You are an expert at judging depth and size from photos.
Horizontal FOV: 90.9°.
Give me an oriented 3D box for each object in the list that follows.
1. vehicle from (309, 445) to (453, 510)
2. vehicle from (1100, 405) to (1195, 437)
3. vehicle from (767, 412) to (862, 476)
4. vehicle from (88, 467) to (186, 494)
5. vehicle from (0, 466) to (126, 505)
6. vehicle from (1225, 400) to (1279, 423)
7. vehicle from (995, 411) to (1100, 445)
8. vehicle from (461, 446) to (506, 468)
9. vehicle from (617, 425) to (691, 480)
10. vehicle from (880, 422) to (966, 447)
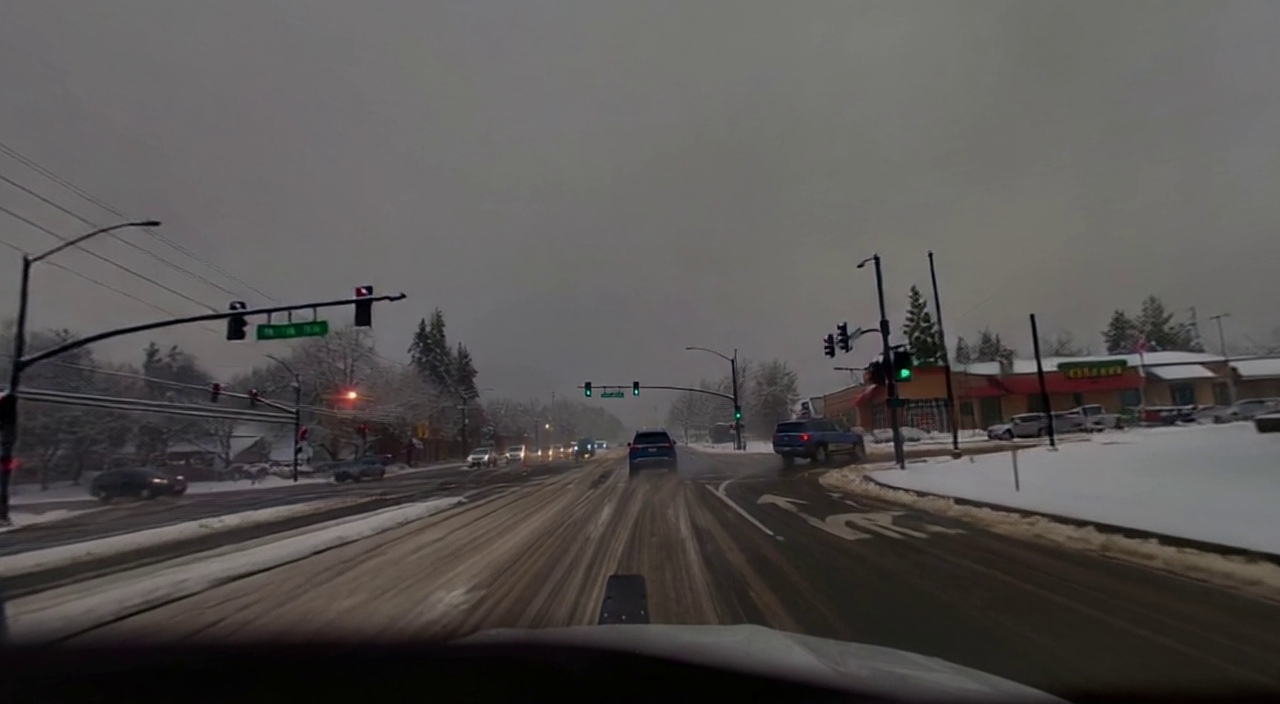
[{"bbox_3d":[-6.634,3.221,16.797,1.966,1.461,4.422,0,-8,0],"label":"vehicle"},{"bbox_3d":[34.455,4.701,42.883,4.819,1.562,1.877,-6,-8,-3],"label":"vehicle"},{"bbox_3d":[6.945,3.555,24.545,2.452,2.148,5.877,-4,-9,26],"label":"vehicle"},{"bbox_3d":[-30.497,7.785,38.293,4.269,1.436,1.976,0,-8,2],"label":"vehicle"},{"bbox_3d":[-29.802,6.815,32.374,4.890,1.806,2.205,0,-8,2],"label":"vehicle"},{"bbox_3d":[43.587,4.106,43.483,4.379,1.492,1.995,0,-8,0],"label":"vehicle"},{"bbox_3d":[22.188,4.165,34.433,4.386,1.760,2.228,1,-8,-11],"label":"vehicle"},{"bbox_3d":[-11.208,7.539,45.443,2.016,1.468,4.612,0,-8,0],"label":"vehicle"},{"bbox_3d":[0.459,3.820,24.260,2.513,1.854,5.235,0,-8,0],"label":"vehicle"},{"bbox_3d":[17.693,5.175,39.568,4.430,1.480,1.923,0,-8,-1],"label":"vehicle"}]
